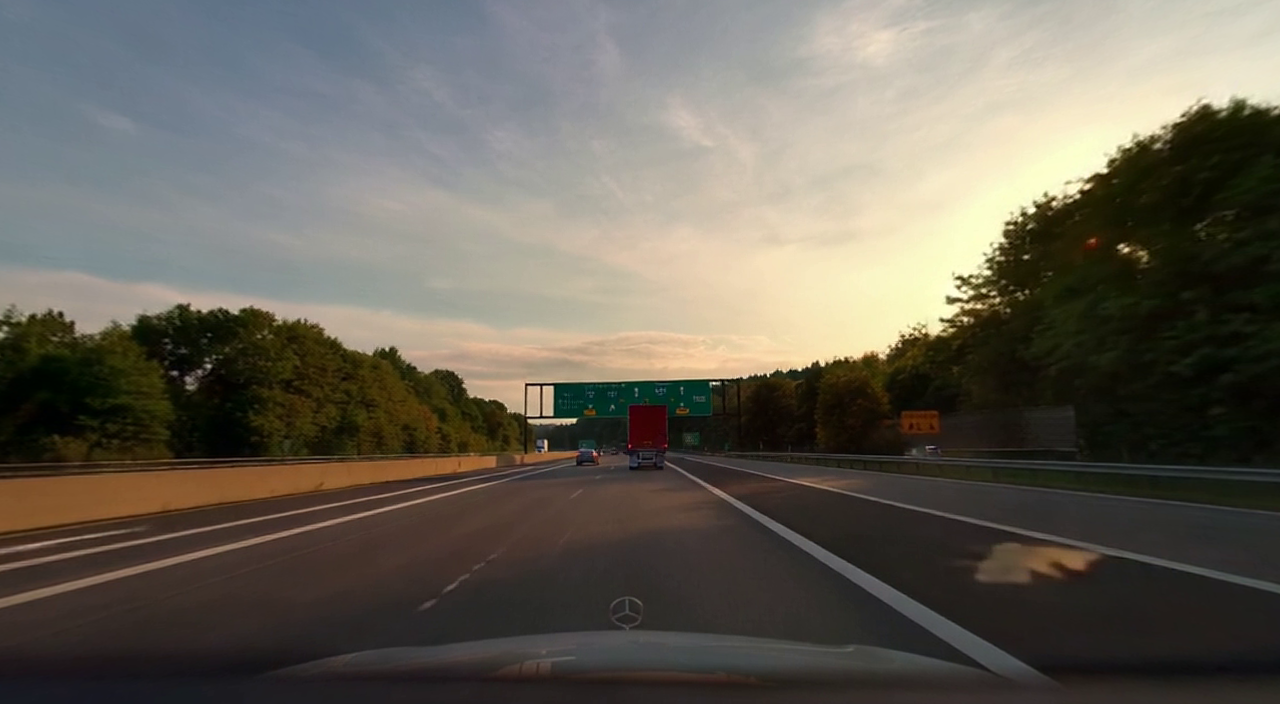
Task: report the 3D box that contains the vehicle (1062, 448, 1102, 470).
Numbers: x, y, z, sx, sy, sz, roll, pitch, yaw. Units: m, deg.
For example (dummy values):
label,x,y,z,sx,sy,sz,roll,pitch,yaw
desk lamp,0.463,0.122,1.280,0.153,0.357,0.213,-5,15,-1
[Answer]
label,x,y,z,sx,sy,sz,roll,pitch,yaw
vehicle,31.313,7.507,44.560,1.958,1.442,4.396,-7,-11,38

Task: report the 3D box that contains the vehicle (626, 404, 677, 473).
label,x,y,z,sx,sy,sz,roll,pitch,yaw
vehicle,0.694,5.904,42.604,3.022,4.072,10.318,0,-9,0

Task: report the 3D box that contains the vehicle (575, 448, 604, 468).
label,x,y,z,sx,sy,sz,roll,pitch,yaw
vehicle,-3.841,8.092,48.355,1.873,1.469,3.601,0,-9,0
